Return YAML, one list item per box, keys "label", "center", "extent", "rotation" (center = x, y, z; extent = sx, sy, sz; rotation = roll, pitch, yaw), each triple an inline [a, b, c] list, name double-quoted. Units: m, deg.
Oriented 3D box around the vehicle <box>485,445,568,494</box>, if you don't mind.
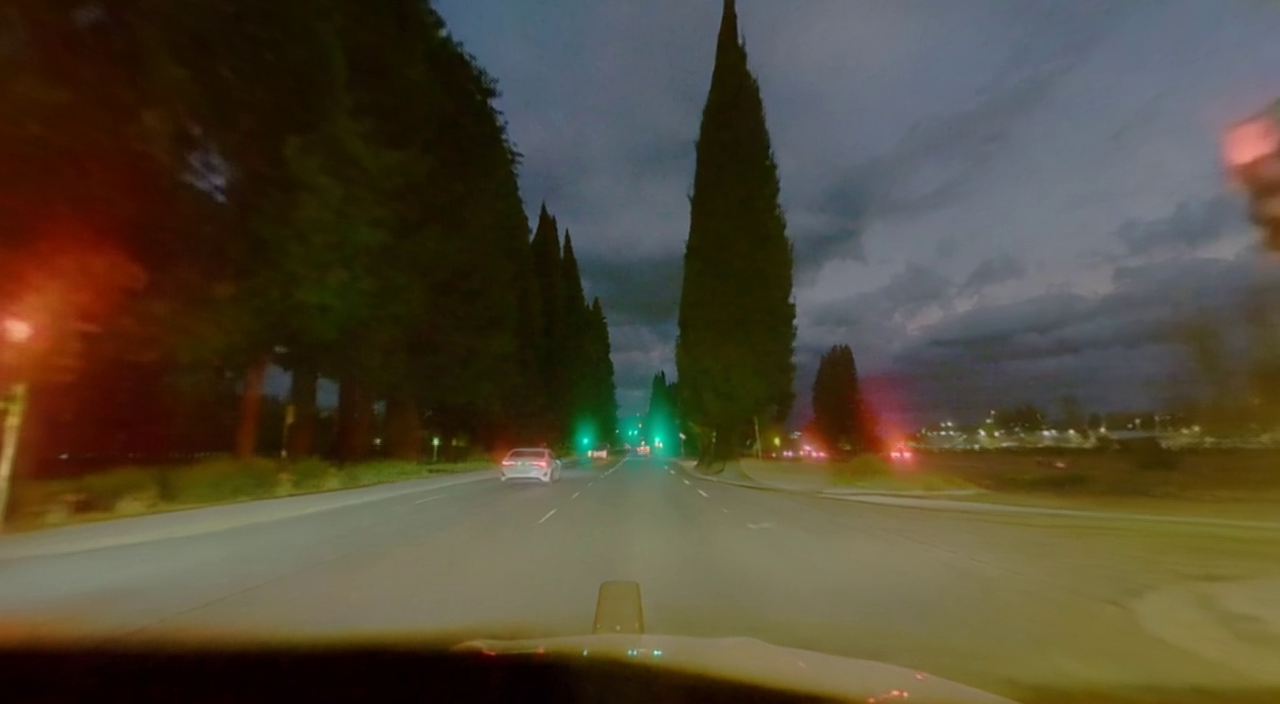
- label: "vehicle"
  center: [-3.709, 3.913, 21.429]
  extent: [1.968, 1.459, 4.433]
  rotation: [0, -8, 0]
